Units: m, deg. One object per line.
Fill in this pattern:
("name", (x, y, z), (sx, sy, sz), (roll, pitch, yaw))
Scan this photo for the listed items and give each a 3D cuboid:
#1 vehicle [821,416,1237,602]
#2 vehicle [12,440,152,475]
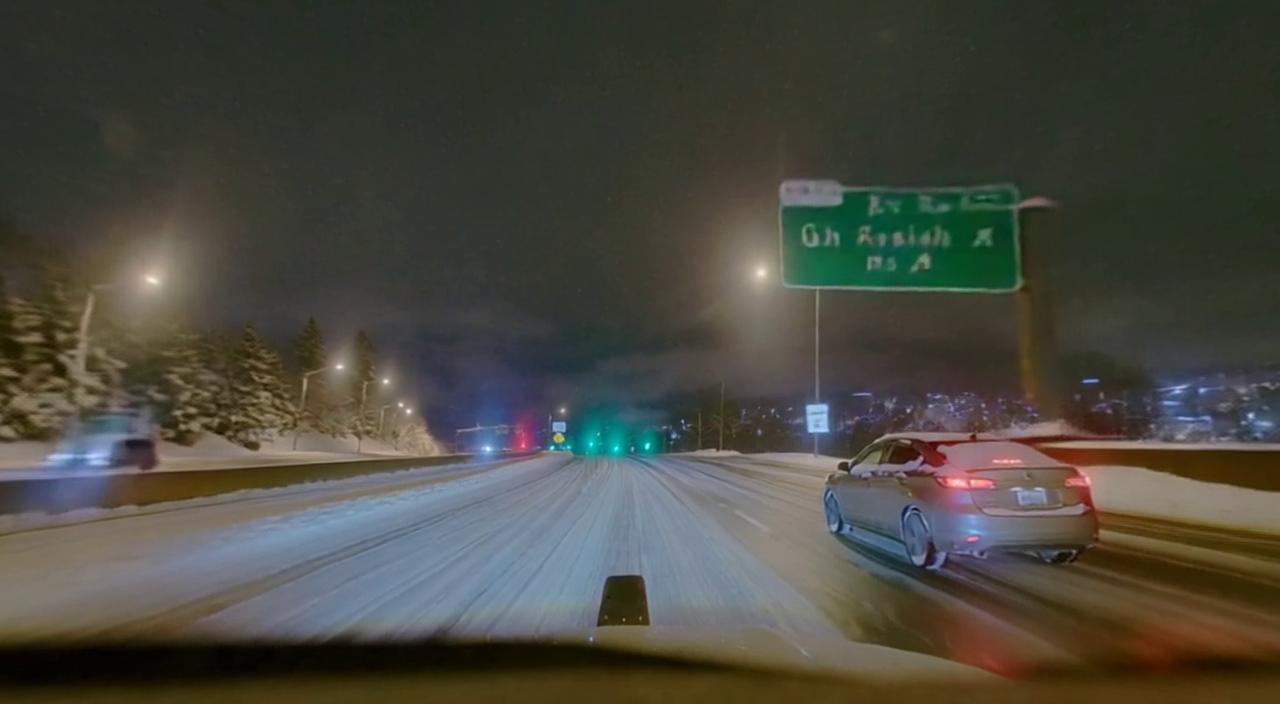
("vehicle", (4.028, 1.703, 7.818), (2.104, 1.575, 4.698), (0, -9, -1))
("vehicle", (-25.585, 4.837, 29.203), (2.158, 1.466, 4.639), (0, -9, 1))
